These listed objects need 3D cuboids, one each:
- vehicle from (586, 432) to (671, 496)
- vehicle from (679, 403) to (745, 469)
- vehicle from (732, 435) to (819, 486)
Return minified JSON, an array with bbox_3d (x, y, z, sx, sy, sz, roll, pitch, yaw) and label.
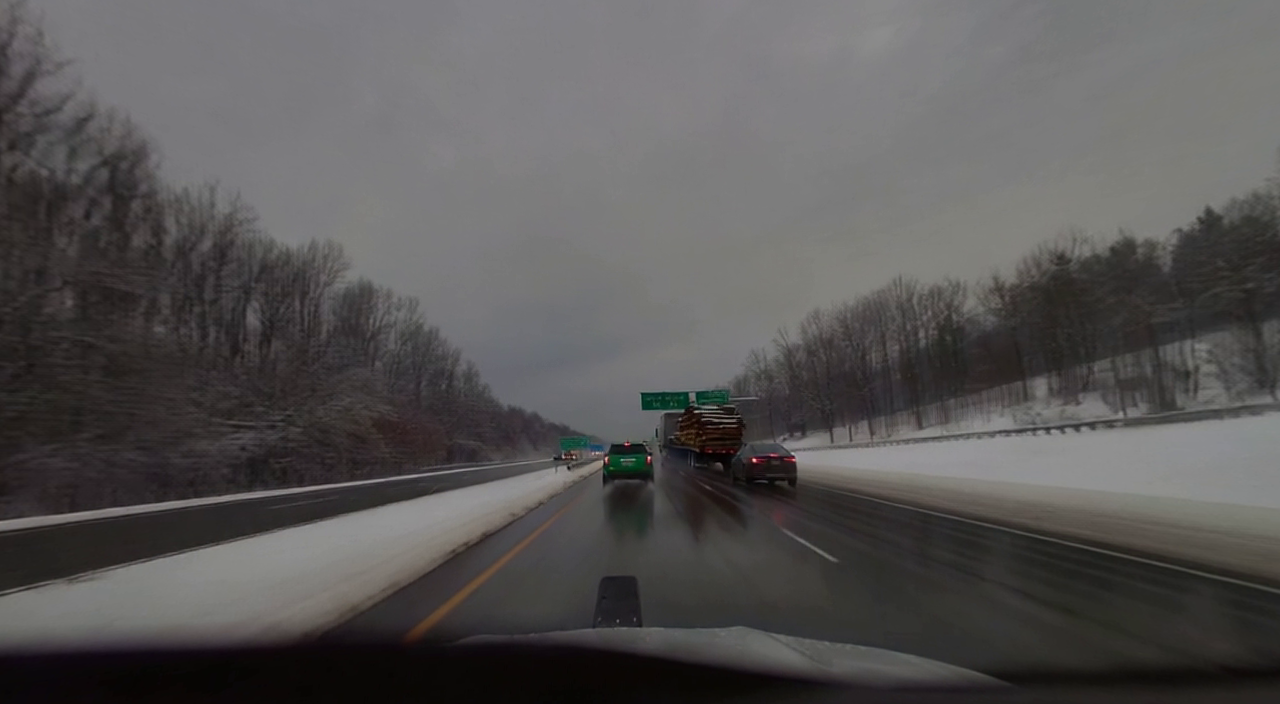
[{"bbox_3d":[-0.316,3.322,18.911,2.263,1.699,3.936,0,-9,0],"label":"vehicle"},{"bbox_3d":[4.528,5.640,41.519,3.125,3.895,8.461,0,-9,-1],"label":"vehicle"},{"bbox_3d":[4.822,3.944,23.031,2.057,1.660,4.525,0,-9,-2],"label":"vehicle"}]
